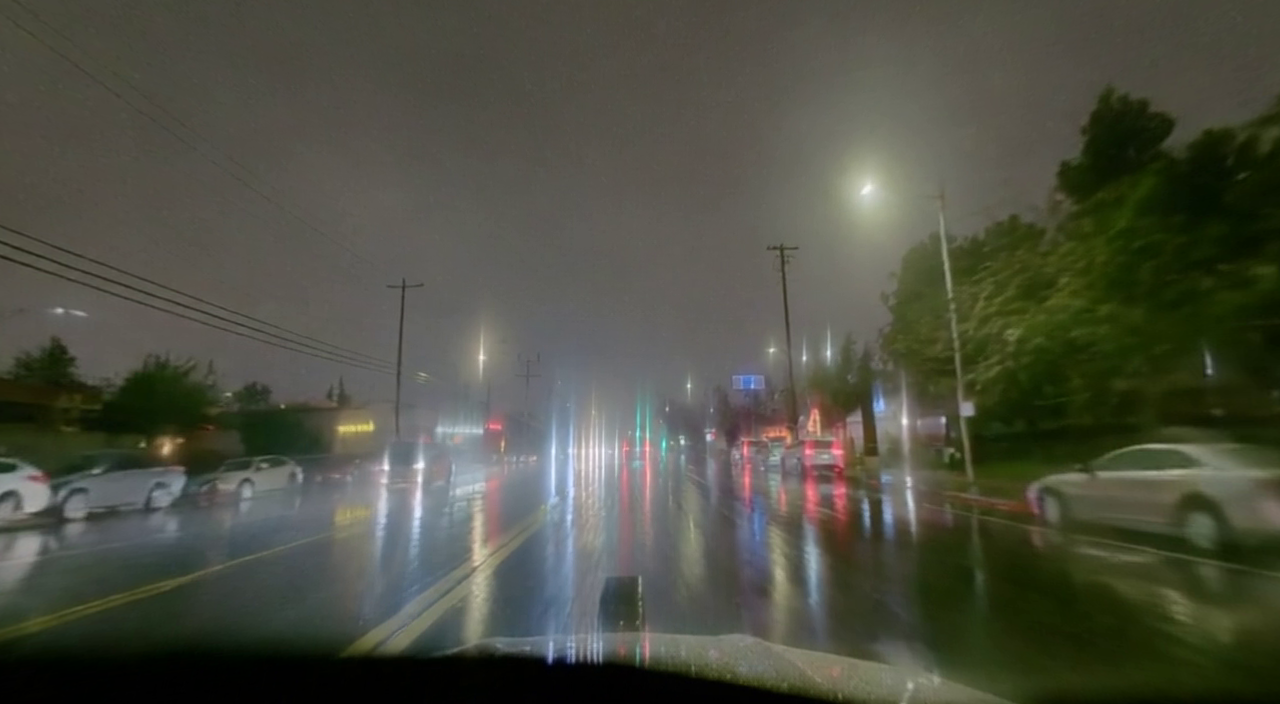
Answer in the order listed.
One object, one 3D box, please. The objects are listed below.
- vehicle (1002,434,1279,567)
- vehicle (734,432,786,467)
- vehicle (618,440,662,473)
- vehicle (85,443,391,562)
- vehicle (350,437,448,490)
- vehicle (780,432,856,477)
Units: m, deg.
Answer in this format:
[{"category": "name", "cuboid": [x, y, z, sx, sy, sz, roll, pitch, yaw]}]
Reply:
[{"category": "vehicle", "cuboid": [7.861, 2.019, 9.558, 1.936, 1.479, 4.736, -1, -8, 0]}, {"category": "vehicle", "cuboid": [7.666, 6.325, 40.960, 2.257, 2.072, 5.376, -1, -8, -1]}, {"category": "vehicle", "cuboid": [-0.008, 5.265, 32.105, 2.067, 1.547, 4.513, -1, -8, 0]}, {"category": "vehicle", "cuboid": [-6.103, 2.284, 10.509, 1.992, 1.476, 4.682, -1, -8, 1]}, {"category": "vehicle", "cuboid": [-9.553, 4.430, 25.528, 2.048, 1.890, 4.780, -1, -8, 0]}, {"category": "vehicle", "cuboid": [7.924, 4.598, 28.568, 2.026, 1.851, 4.360, -1, -8, -2]}]
